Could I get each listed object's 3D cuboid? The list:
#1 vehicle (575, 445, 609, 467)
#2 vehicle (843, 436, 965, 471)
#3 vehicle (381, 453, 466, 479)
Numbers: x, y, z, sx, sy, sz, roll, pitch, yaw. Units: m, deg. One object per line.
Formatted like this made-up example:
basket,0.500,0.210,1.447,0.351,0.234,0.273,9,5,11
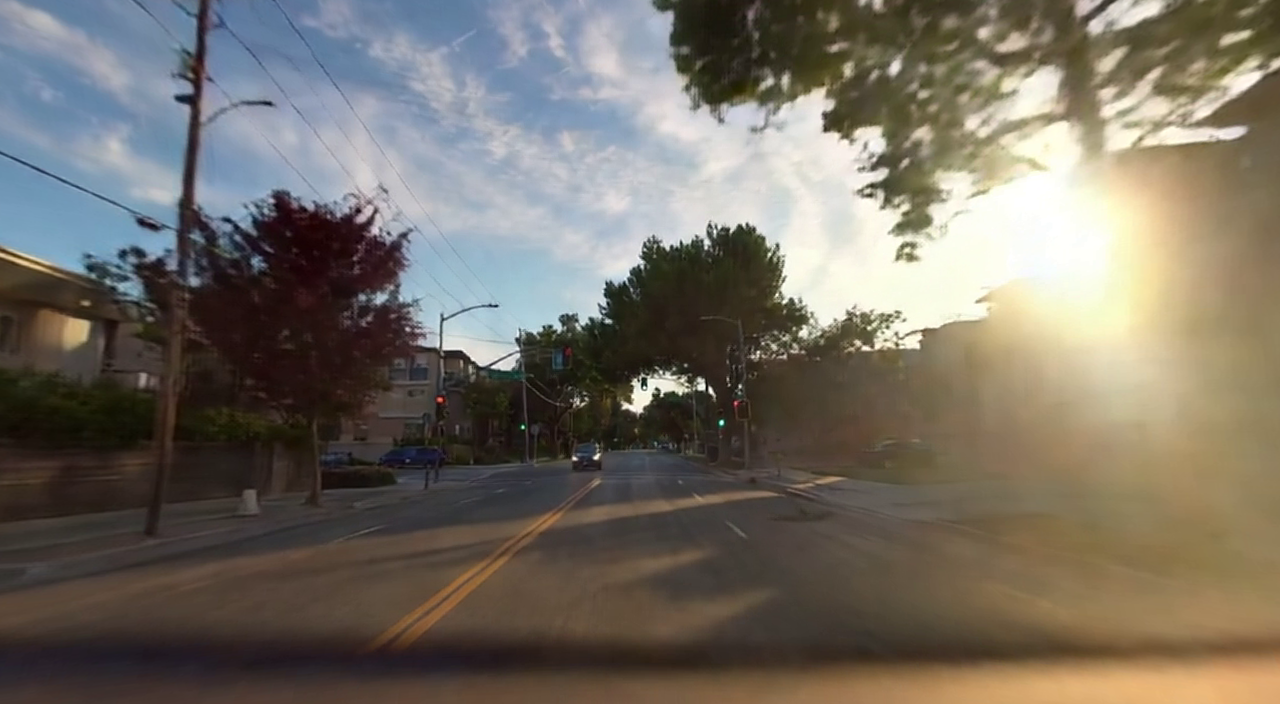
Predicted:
vehicle,-3.471,7.665,46.393,2.015,1.508,4.353,0,-10,2
vehicle,12.697,4.928,30.562,4.908,1.521,2.108,-1,-10,-4
vehicle,-12.398,6.566,36.393,4.135,1.424,1.945,-1,-10,5
